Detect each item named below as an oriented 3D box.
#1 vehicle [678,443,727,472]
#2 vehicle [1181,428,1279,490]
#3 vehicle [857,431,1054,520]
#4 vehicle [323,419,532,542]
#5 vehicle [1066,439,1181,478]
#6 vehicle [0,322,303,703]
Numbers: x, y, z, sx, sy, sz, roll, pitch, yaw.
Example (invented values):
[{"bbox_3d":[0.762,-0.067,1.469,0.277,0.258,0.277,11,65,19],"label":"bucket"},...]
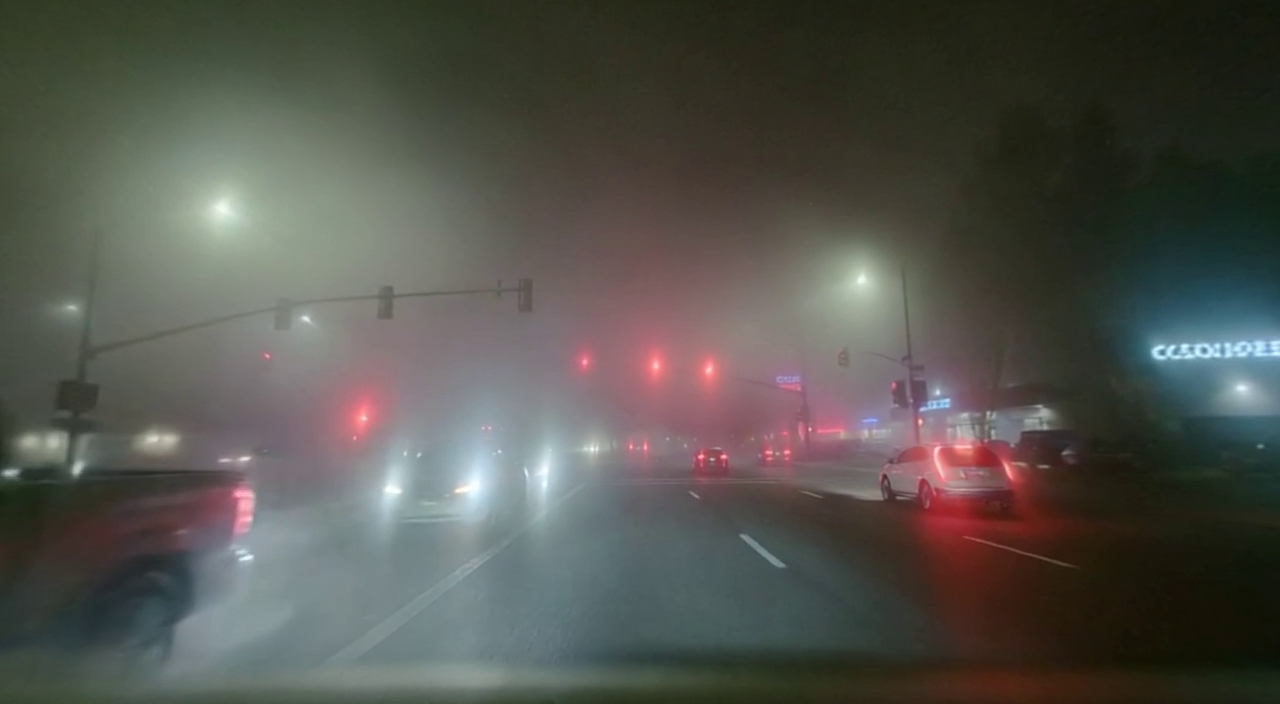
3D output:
[{"bbox_3d":[3.319,5.705,34.466,2.099,1.463,4.365,0,-8,-1],"label":"vehicle"},{"bbox_3d":[19.372,3.263,19.618,4.688,1.713,2.308,5,-10,-30],"label":"vehicle"},{"bbox_3d":[6.744,2.667,14.252,2.002,1.651,4.647,0,-8,-1],"label":"vehicle"},{"bbox_3d":[-3.380,2.137,11.171,2.118,1.721,4.464,0,-8,0],"label":"vehicle"},{"bbox_3d":[19.937,4.348,26.022,4.361,1.469,2.113,5,-10,-29],"label":"vehicle"},{"bbox_3d":[-3.579,0.777,2.298,2.189,1.808,4.563,0,-8,0],"label":"vehicle"}]
